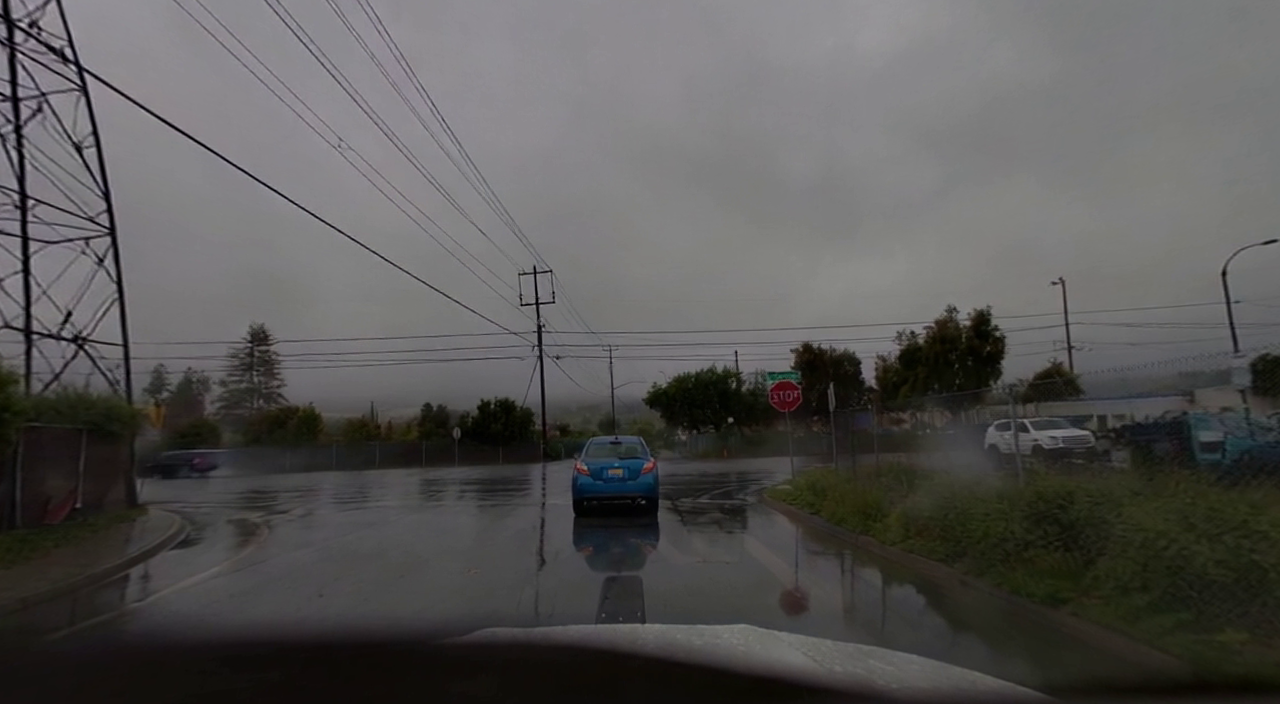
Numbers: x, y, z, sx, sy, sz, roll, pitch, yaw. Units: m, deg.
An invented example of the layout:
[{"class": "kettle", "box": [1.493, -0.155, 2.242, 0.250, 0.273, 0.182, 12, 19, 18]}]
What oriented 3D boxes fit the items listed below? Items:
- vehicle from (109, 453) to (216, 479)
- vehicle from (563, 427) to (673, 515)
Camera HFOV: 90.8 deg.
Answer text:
[{"class": "vehicle", "box": [-29.104, 6.973, 38.633, 4.840, 1.478, 1.794, 1, -9, -8]}, {"class": "vehicle", "box": [-0.548, 2.627, 14.444, 2.137, 1.698, 4.166, 0, -8, -4]}]
